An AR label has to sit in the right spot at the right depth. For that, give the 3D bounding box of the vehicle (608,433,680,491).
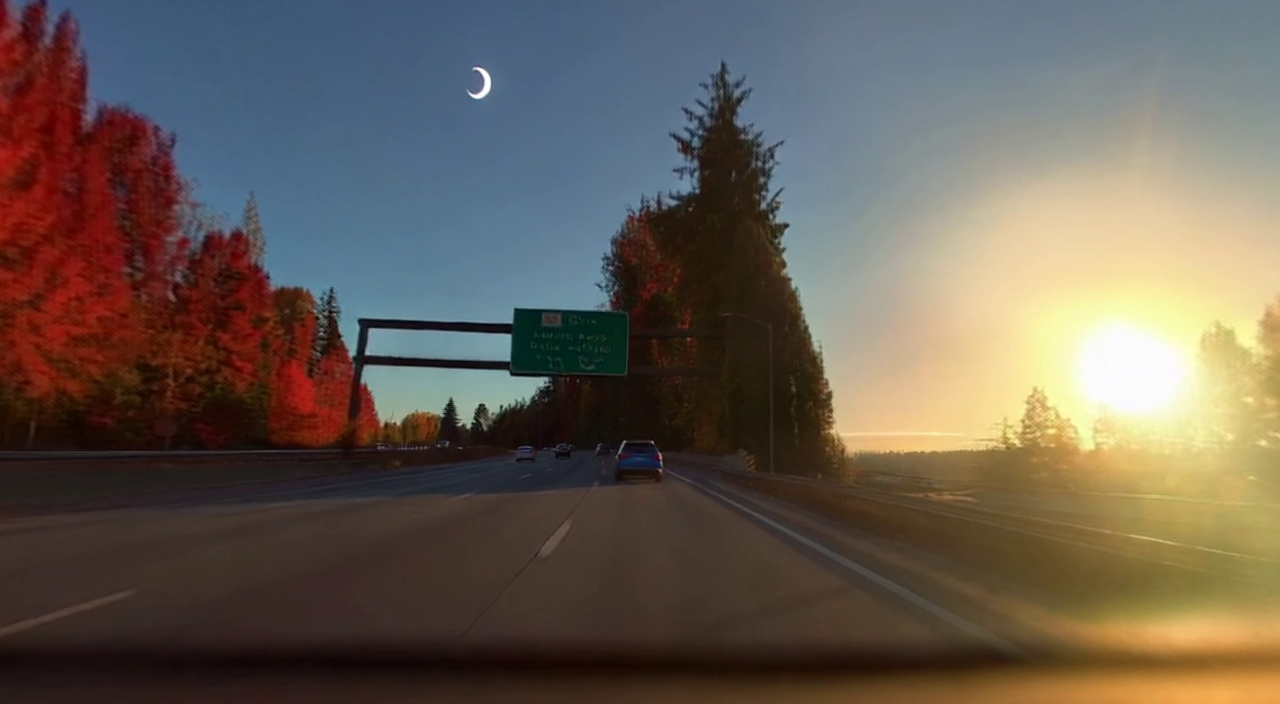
[{"bbox_3d":[0.022,3.576,20.857,2.120,1.706,4.226,0,-8,-3],"label":"vehicle"}]
